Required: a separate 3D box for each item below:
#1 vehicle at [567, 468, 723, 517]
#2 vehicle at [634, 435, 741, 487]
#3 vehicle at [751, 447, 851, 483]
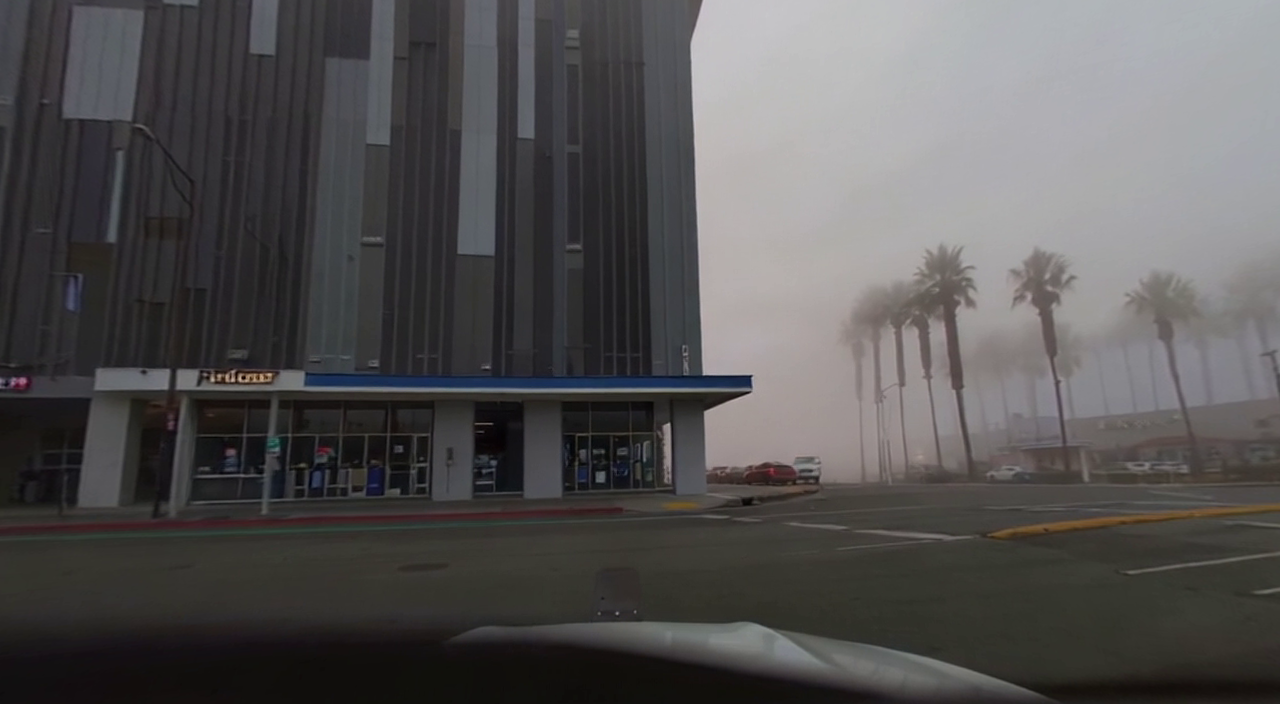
[{"bbox_3d":[0.186,4.527,20.685,4.782,1.371,1.763,4,-10,-25],"label":"vehicle"},{"bbox_3d":[2.726,6.221,36.152,5.524,2.504,2.196,7,-8,-20],"label":"vehicle"},{"bbox_3d":[11.887,8.309,46.478,7.026,2.329,2.545,5,-8,-24],"label":"vehicle"}]
